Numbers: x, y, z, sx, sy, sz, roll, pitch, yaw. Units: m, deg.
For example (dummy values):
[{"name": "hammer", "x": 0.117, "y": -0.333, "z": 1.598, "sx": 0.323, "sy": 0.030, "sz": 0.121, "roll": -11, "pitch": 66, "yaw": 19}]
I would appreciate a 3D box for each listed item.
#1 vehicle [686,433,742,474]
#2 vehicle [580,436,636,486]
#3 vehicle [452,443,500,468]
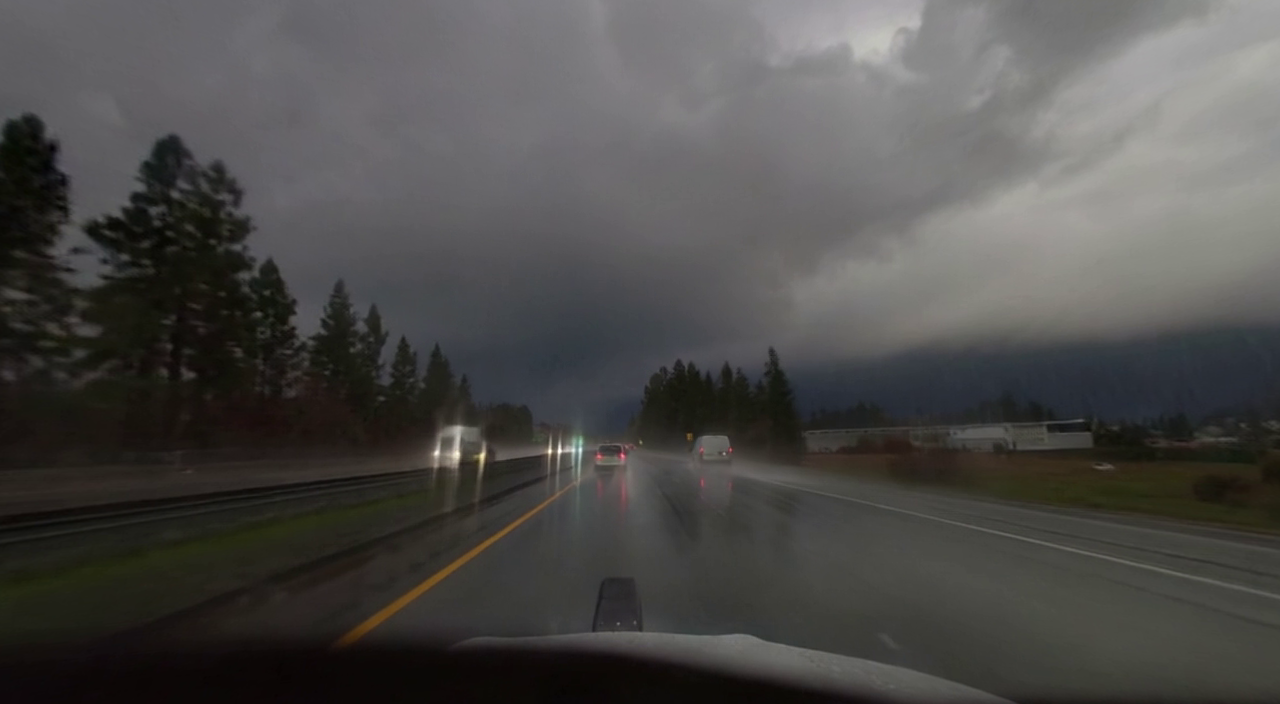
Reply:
[{"name": "vehicle", "x": 3.723, "y": 5.210, "z": 32.244, "sx": 2.179, "sy": 1.930, "sz": 4.538, "roll": 0, "pitch": -9, "yaw": -2}, {"name": "vehicle", "x": -1.147, "y": 4.122, "z": 24.015, "sx": 1.963, "sy": 1.711, "sz": 4.284, "roll": 0, "pitch": -9, "yaw": -1}, {"name": "vehicle", "x": -10.609, "y": 6.737, "z": 40.934, "sx": 1.932, "sy": 1.530, "sz": 4.684, "roll": 0, "pitch": -9, "yaw": -1}]
